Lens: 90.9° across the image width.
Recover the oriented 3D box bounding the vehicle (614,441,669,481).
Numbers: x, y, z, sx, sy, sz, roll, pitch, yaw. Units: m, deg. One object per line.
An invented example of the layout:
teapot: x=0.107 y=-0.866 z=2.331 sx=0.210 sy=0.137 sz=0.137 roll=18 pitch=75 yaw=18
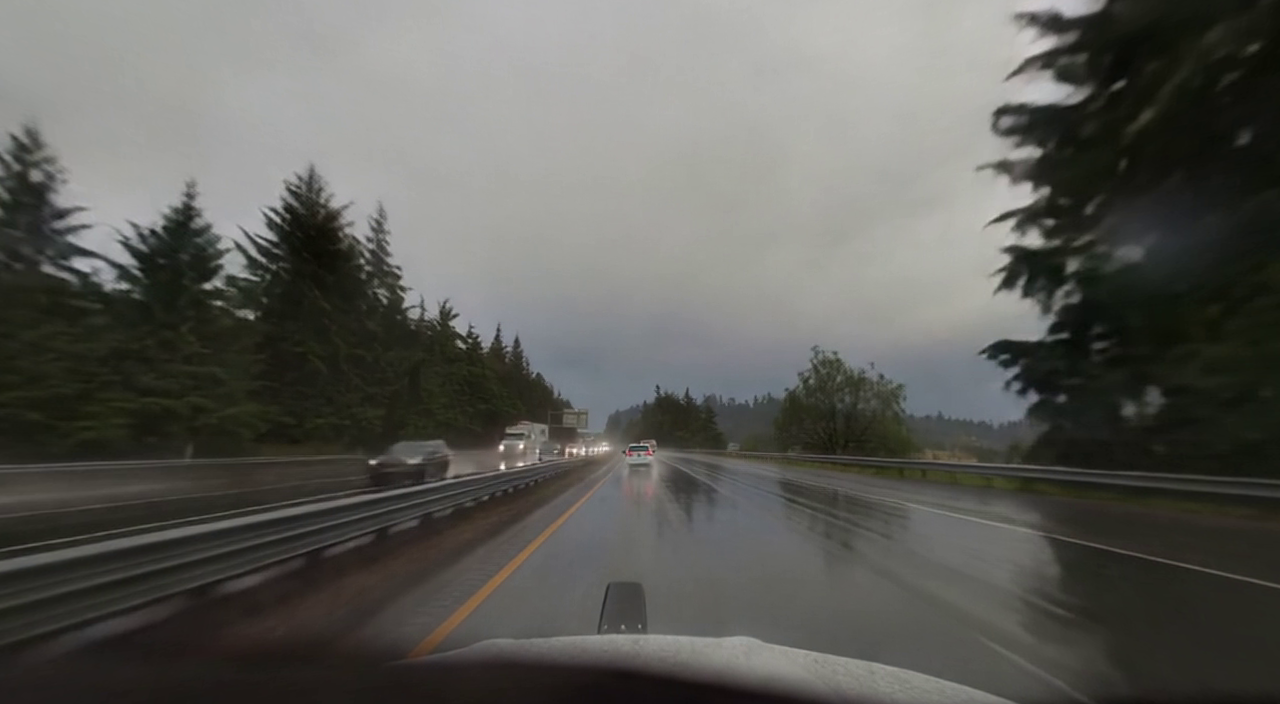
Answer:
vehicle: x=0.040 y=4.498 z=26.384 sx=2.114 sy=1.523 sz=4.012 roll=0 pitch=-8 yaw=0

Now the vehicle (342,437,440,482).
vehicle: x=-9.034 y=3.906 z=23.267 sx=1.854 sy=1.486 sz=4.342 roll=0 pitch=-8 yaw=0
